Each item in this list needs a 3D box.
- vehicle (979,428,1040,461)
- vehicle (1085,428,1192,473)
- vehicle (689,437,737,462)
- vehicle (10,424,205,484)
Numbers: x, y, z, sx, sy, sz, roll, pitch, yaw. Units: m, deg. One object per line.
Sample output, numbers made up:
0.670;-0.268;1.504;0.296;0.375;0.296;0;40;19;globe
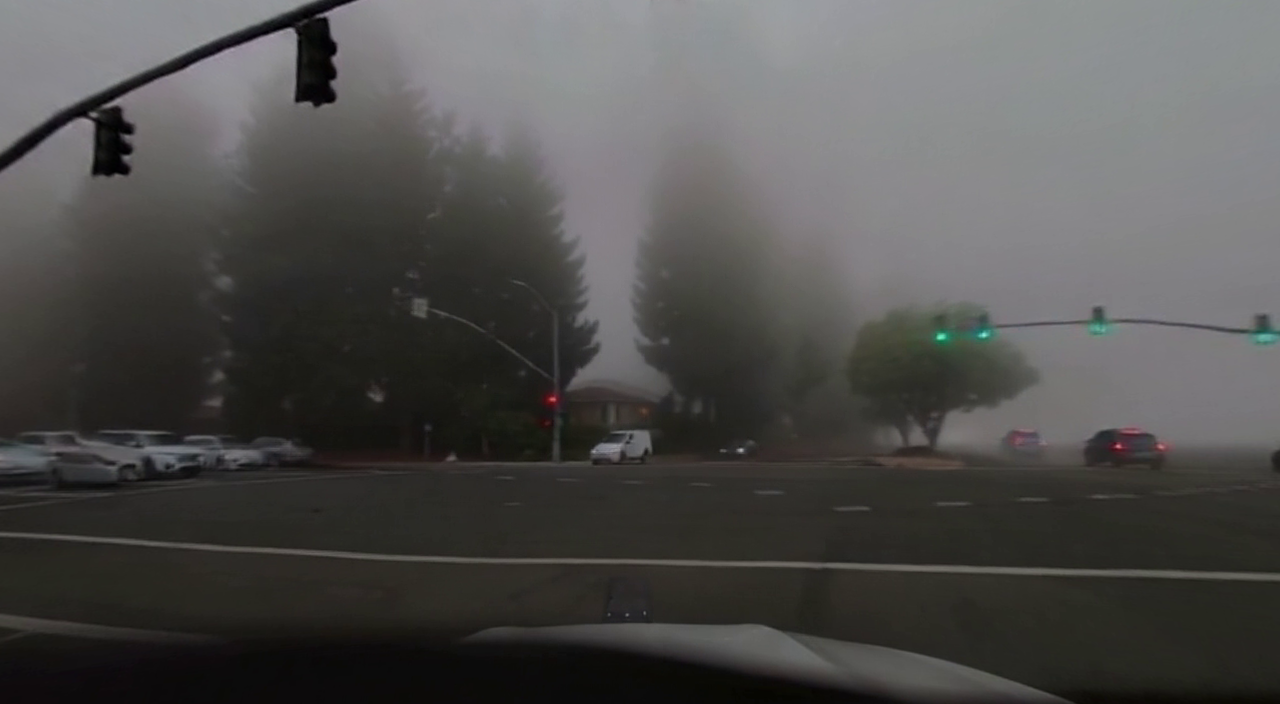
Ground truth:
22.286;5.614;38.203;2.239;1.812;4.812;-3;-9;19;vehicle
21.601;4.288;27.587;2.120;1.767;4.856;-3;-9;20;vehicle
4.861;6.390;41.357;2.039;1.519;4.356;-4;-9;21;vehicle
-18.650;3.558;22.130;5.874;1.897;2.226;-3;-9;17;vehicle
